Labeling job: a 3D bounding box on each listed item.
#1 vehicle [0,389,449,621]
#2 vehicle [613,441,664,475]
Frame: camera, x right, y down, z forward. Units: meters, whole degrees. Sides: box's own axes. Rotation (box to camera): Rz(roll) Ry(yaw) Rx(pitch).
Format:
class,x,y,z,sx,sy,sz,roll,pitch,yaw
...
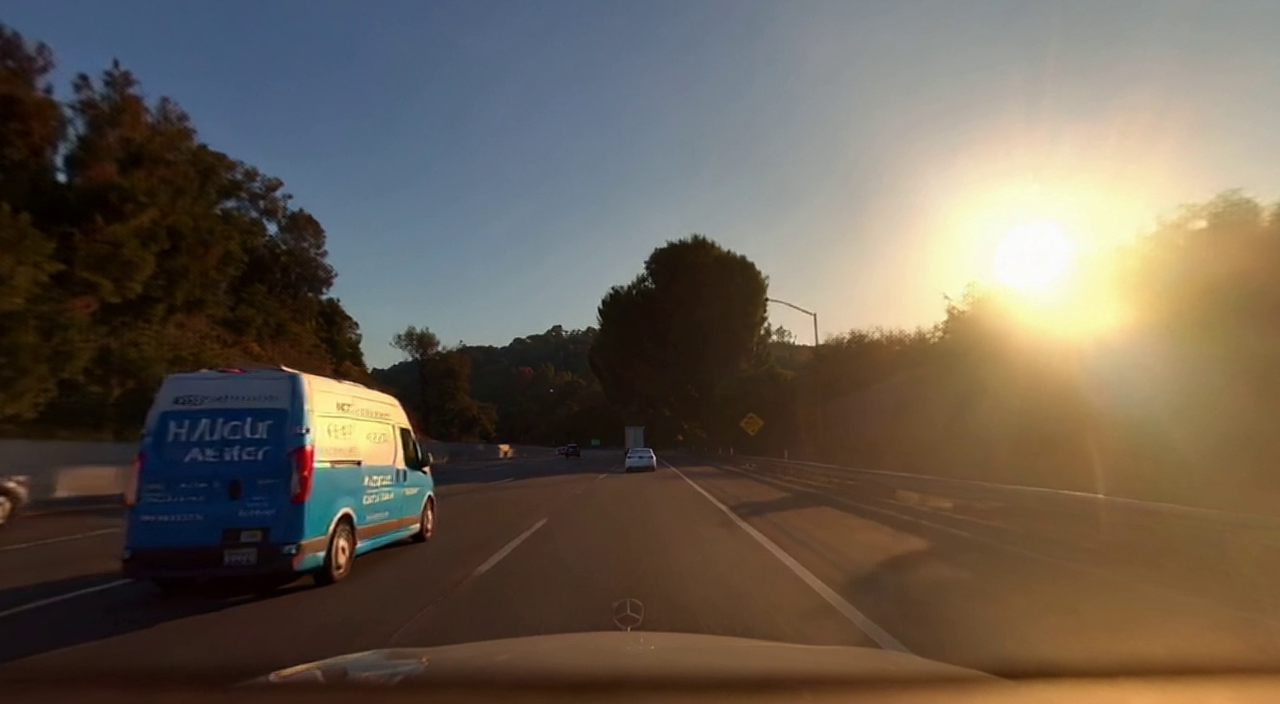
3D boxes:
class,x,y,z,sx,sy,sz,roll,pitch,yaw
vehicle,-4.216,1.618,7.693,2.174,1.862,5.012,0,-9,0
vehicle,-0.059,5.006,29.946,2.238,1.479,3.672,0,-9,0
